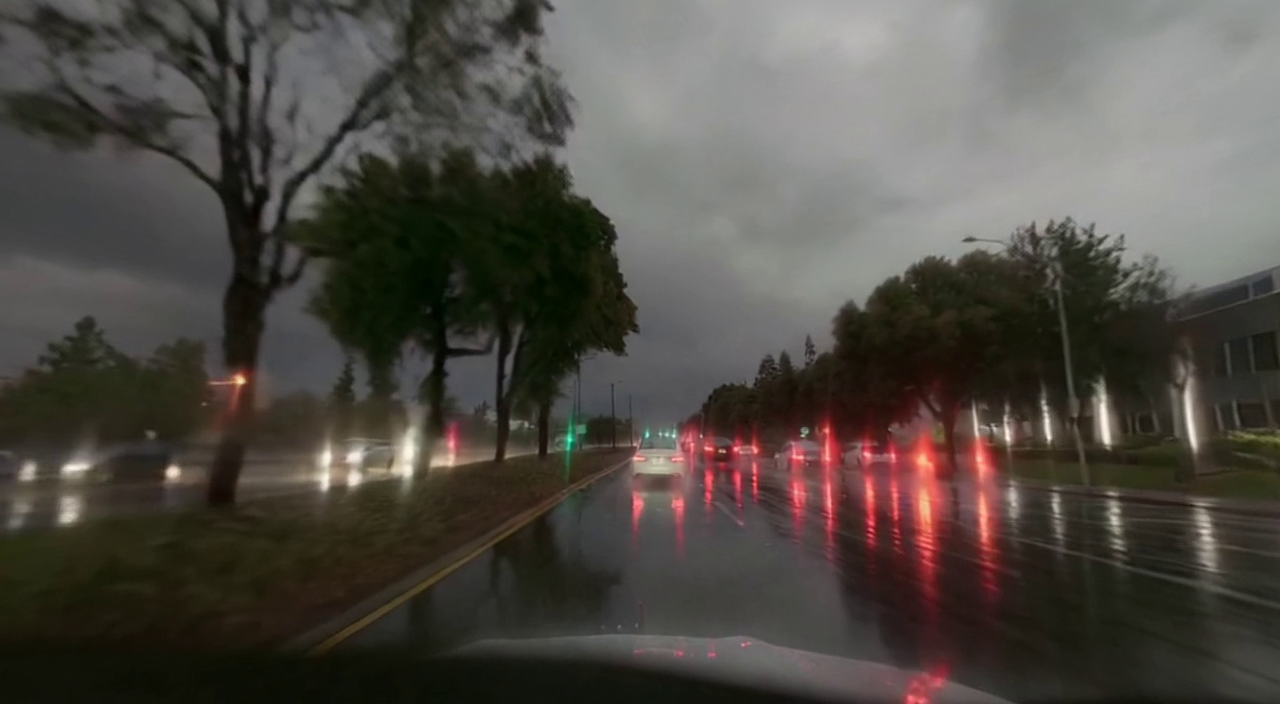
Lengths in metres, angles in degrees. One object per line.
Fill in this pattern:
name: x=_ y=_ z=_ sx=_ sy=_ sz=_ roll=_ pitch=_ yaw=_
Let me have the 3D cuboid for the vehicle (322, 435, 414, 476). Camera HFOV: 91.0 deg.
vehicle: x=-10.835 y=4.152 z=25.460 sx=1.938 sy=1.502 sz=4.209 roll=0 pitch=-9 yaw=-2

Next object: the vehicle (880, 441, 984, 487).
vehicle: x=11.935 y=4.592 z=26.193 sx=2.106 sy=1.719 sz=4.830 roll=0 pitch=-9 yaw=2

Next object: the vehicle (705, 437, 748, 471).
vehicle: x=4.872 y=5.787 z=35.947 sx=1.976 sy=1.796 sz=4.159 roll=0 pitch=-9 yaw=2

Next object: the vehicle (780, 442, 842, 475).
vehicle: x=8.271 y=5.189 z=30.866 sx=1.928 sy=1.488 sz=4.361 roll=0 pitch=-9 yaw=1

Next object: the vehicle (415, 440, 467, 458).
vehicle: x=-13.109 y=6.411 z=41.720 sx=1.890 sy=1.132 sz=4.497 roll=1 pitch=-8 yaw=2

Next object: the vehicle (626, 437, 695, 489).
vehicle: x=0.690 y=3.786 z=21.876 sx=2.145 sy=1.603 sz=4.369 roll=0 pitch=-9 yaw=1

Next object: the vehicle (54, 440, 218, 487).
vehicle: x=-17.243 y=3.812 z=21.923 sx=1.874 sy=1.441 sz=4.625 roll=0 pitch=-9 yaw=0
